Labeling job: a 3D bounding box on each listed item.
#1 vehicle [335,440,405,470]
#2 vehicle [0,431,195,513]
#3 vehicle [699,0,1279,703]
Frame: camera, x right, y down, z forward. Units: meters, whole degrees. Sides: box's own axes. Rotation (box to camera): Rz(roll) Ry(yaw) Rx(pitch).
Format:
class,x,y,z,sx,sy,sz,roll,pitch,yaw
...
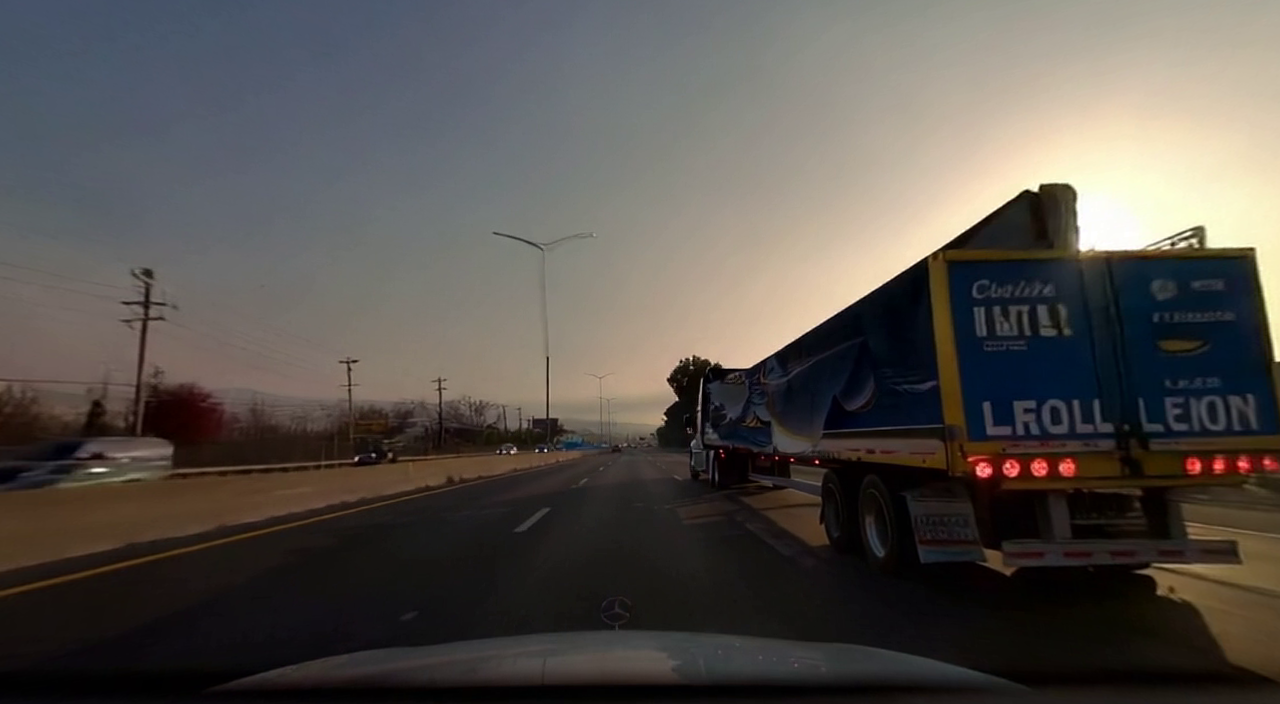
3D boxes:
class,x,y,z,sx,sy,sz,roll,pitch,yaw
vehicle,-19.014,7.285,44.877,2.405,1.928,5.701,0,-9,0
vehicle,-14.557,2.972,16.235,2.203,1.736,5.504,0,-9,0
vehicle,3.548,0.824,11.844,2.891,4.387,17.121,0,-9,-1
